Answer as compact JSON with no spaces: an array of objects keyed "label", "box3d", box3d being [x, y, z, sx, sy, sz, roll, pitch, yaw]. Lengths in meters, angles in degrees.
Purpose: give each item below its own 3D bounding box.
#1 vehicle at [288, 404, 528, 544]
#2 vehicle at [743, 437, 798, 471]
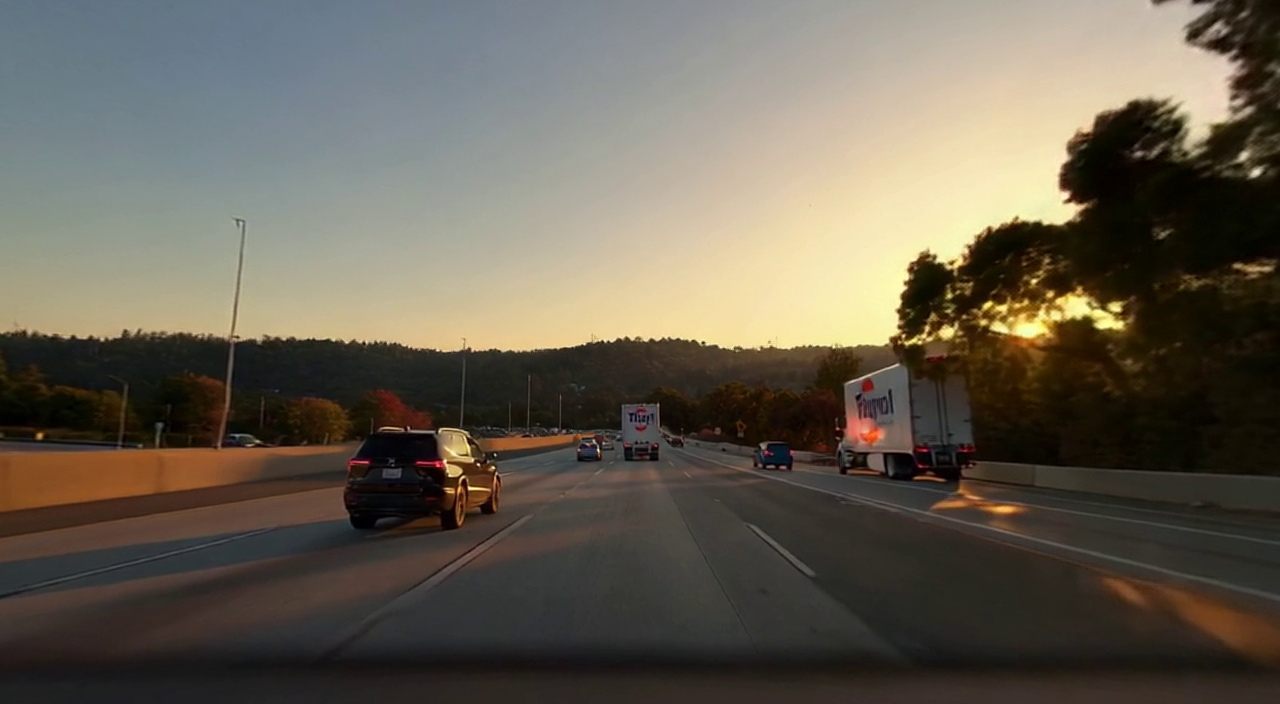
[{"label":"vehicle","box3d":[-3.491,1.974,10.779,2.178,1.826,4.933,0,-9,1]},{"label":"vehicle","box3d":[6.826,5.405,33.367,1.958,1.681,4.109,0,-9,-1]}]
